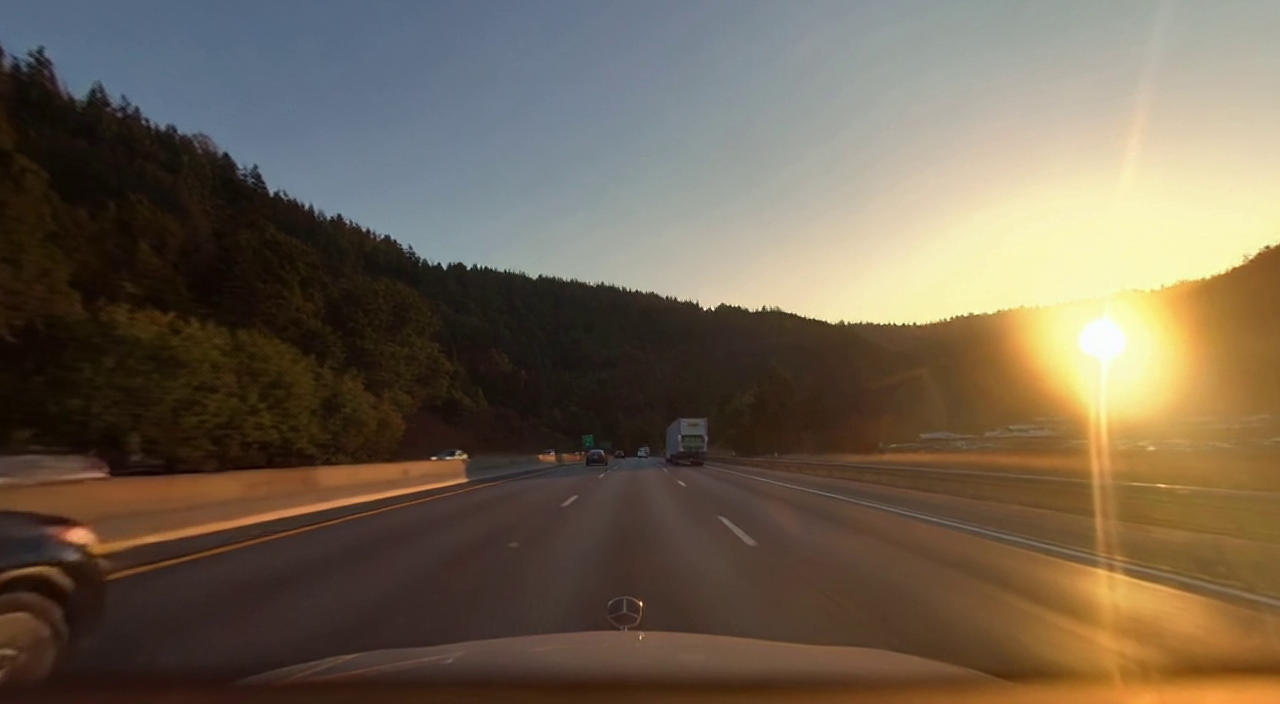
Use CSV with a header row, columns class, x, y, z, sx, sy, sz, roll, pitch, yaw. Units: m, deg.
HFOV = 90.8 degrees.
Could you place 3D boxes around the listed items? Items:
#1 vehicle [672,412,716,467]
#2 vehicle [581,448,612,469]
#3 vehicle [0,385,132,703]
class,x,y,z,sx,sy,sz,roll,pitch,yaw
vehicle,4.111,6.891,49.415,2.904,4.001,5.861,0,-9,-1
vehicle,-3.345,8.196,48.890,2.091,1.522,4.301,0,-9,0
vehicle,-3.472,0.683,0.985,1.944,1.548,4.051,0,-9,0
